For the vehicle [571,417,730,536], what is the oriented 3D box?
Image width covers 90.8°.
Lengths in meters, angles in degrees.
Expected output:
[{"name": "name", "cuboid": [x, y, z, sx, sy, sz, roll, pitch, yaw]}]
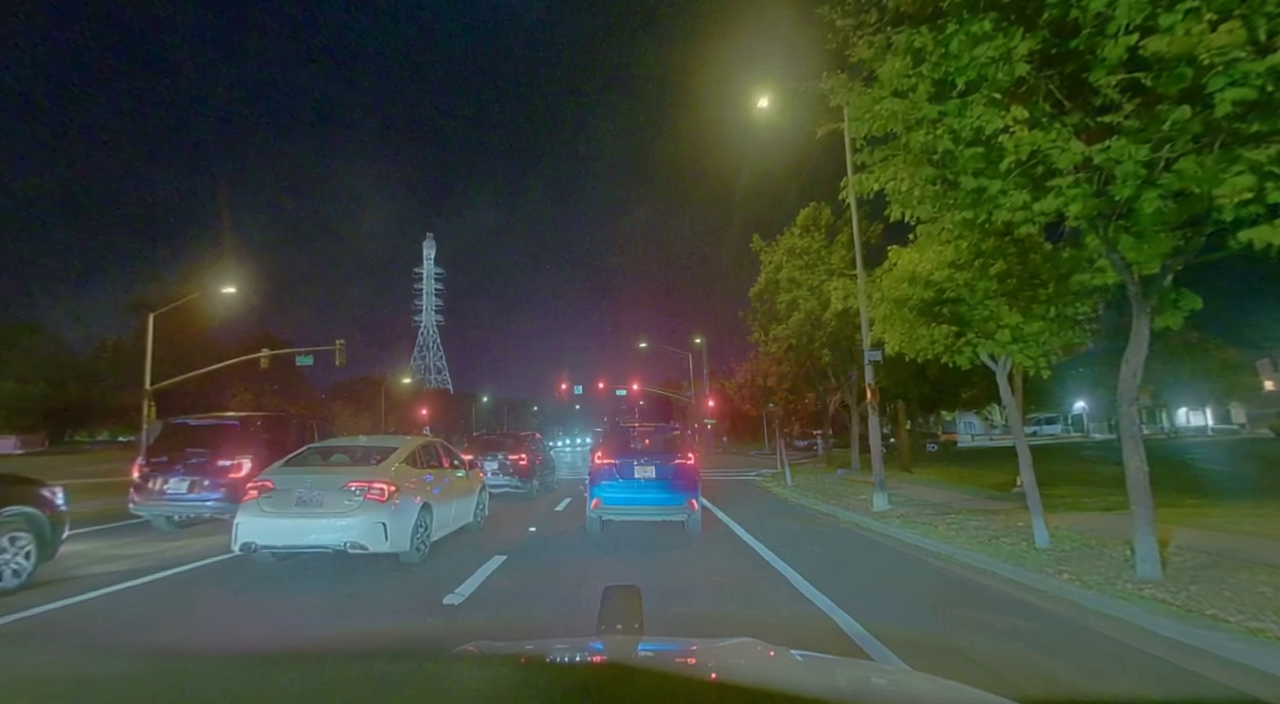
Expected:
[{"name": "vehicle", "cuboid": [0.085, 2.072, 11.127, 2.239, 1.661, 4.224, 0, -8, -2]}]

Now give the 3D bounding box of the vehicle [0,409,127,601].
[{"name": "vehicle", "cuboid": [-6.348, 1.189, 4.611, 1.866, 1.602, 3.938, 0, -8, 0]}]

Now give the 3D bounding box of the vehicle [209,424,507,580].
[{"name": "vehicle", "cuboid": [-3.176, 1.764, 8.340, 1.973, 1.469, 4.448, 0, -8, -1]}]

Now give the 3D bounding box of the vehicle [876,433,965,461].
[{"name": "vehicle", "cuboid": [15.027, 5.106, 33.947, 3.858, 1.437, 1.899, 1, -8, -6]}]
